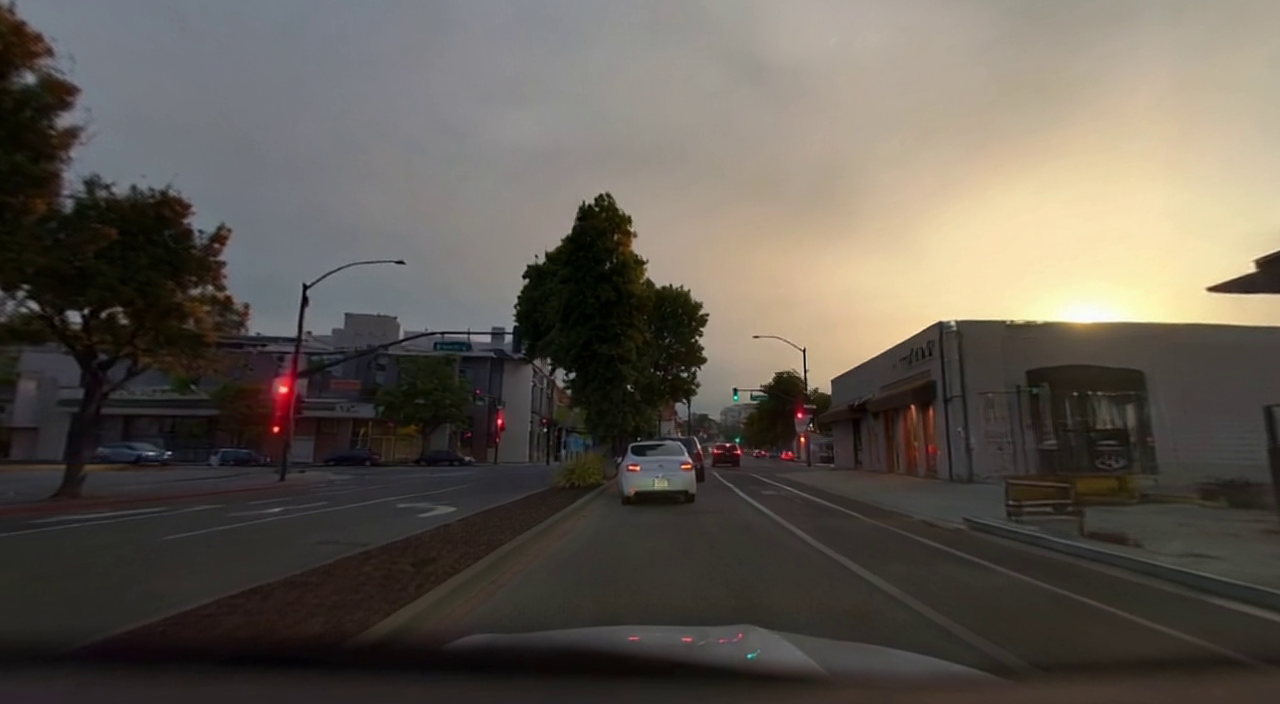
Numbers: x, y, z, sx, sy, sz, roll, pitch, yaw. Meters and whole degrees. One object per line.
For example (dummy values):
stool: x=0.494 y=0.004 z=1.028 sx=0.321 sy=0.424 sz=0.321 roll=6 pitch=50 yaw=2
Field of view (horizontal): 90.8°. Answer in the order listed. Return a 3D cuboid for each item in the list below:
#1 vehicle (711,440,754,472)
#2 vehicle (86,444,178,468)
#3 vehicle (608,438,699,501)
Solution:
vehicle: x=5.762 y=6.557 z=40.045 sx=2.092 sy=1.851 sz=4.913 roll=0 pitch=-8 yaw=2
vehicle: x=-37.938 y=7.747 z=47.273 sx=4.877 sy=1.754 sz=1.978 roll=1 pitch=-9 yaw=-8
vehicle: x=0.444 y=3.108 z=17.177 sx=2.173 sy=1.479 sz=4.264 roll=-1 pitch=-8 yaw=3
